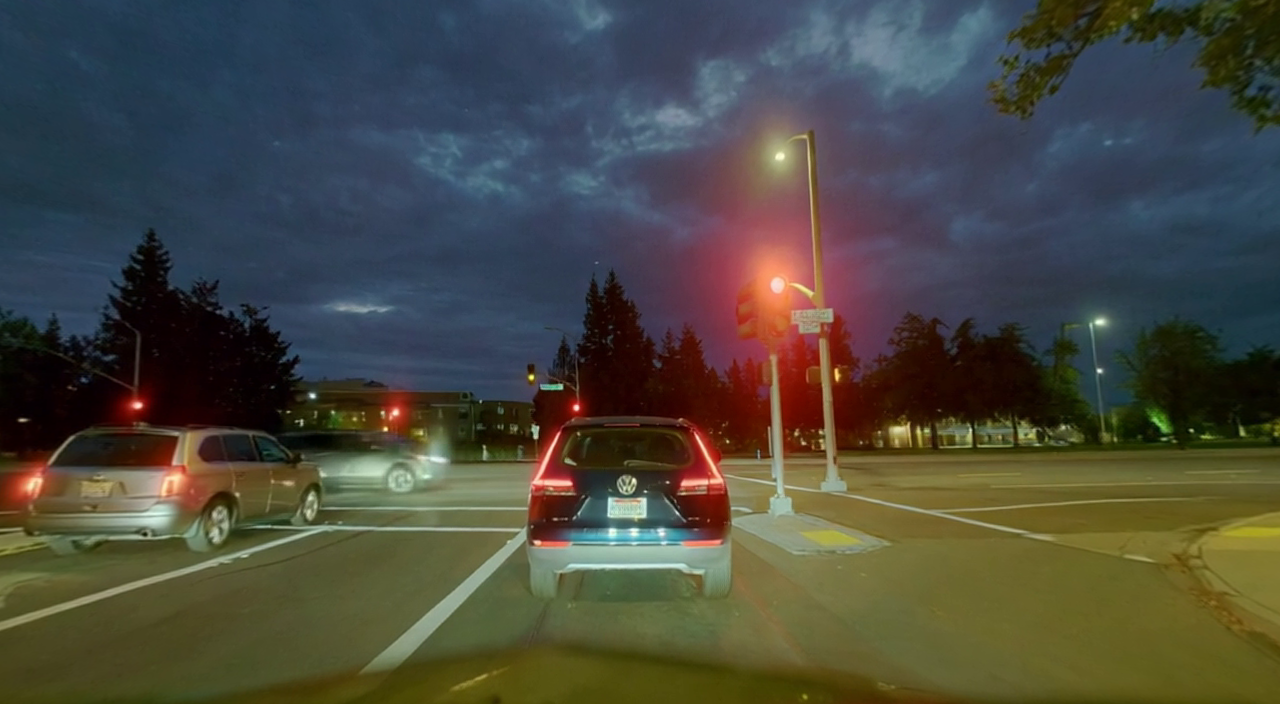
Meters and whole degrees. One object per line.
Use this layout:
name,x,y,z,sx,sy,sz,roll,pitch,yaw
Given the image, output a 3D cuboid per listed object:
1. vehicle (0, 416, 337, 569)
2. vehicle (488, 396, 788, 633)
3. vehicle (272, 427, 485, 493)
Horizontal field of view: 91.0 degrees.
vehicle,-6.395,1.904,9.295,2.020,1.695,4.187,1,-9,-5
vehicle,-0.162,1.466,6.672,2.154,1.670,4.140,1,-9,-5
vehicle,-7.889,3.283,19.288,5.623,1.843,2.147,-1,-9,8
